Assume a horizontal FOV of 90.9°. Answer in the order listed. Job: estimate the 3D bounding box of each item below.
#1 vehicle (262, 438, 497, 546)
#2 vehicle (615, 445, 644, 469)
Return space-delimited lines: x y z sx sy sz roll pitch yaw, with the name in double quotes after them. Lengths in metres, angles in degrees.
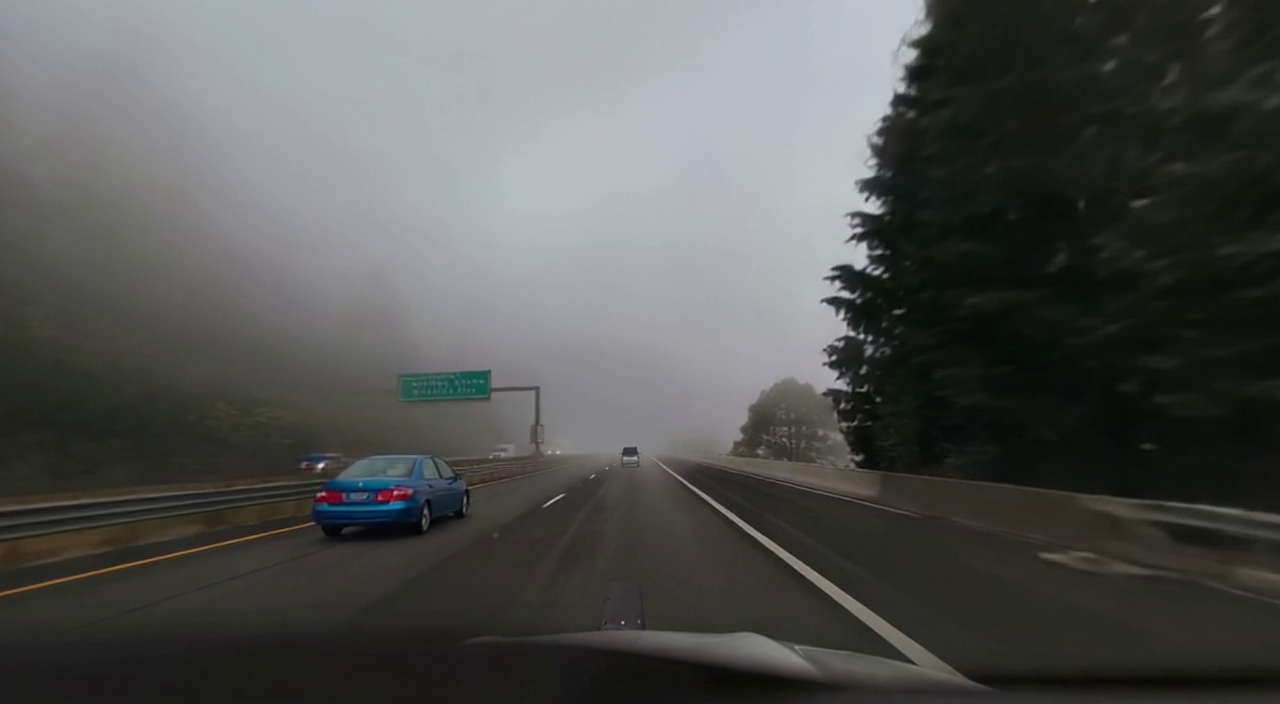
-4.141 2.289 11.073 2.157 1.483 4.601 0 -9 0 "vehicle"
-0.706 7.441 44.904 2.011 1.590 3.607 0 -9 0 "vehicle"
